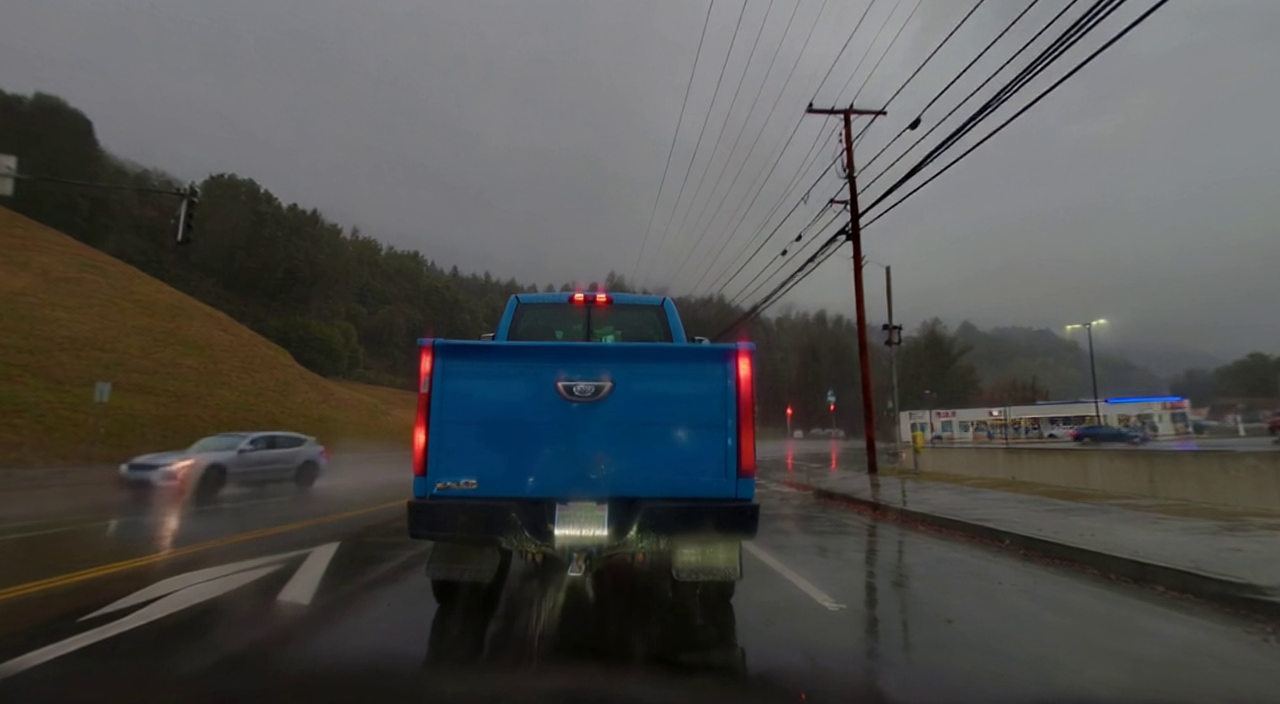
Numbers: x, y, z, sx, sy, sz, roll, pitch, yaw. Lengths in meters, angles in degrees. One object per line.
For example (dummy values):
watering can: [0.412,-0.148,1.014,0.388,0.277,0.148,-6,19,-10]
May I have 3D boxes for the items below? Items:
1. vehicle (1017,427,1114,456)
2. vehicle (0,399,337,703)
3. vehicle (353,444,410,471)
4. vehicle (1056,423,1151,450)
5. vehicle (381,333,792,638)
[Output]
vehicle: [25.563,5.392,37.927,4.419,1.496,1.854,-2,-9,1]
vehicle: [-3.964,1.188,3.981,2.017,1.555,4.150,-1,-9,0]
vehicle: [-17.121,7.012,41.914,2.133,1.690,4.331,0,-9,-3]
vehicle: [32.746,5.999,44.541,5.021,1.757,2.012,-8,-12,44]
vehicle: [-0.426,1.322,7.208,2.859,2.144,5.406,0,-9,-1]
